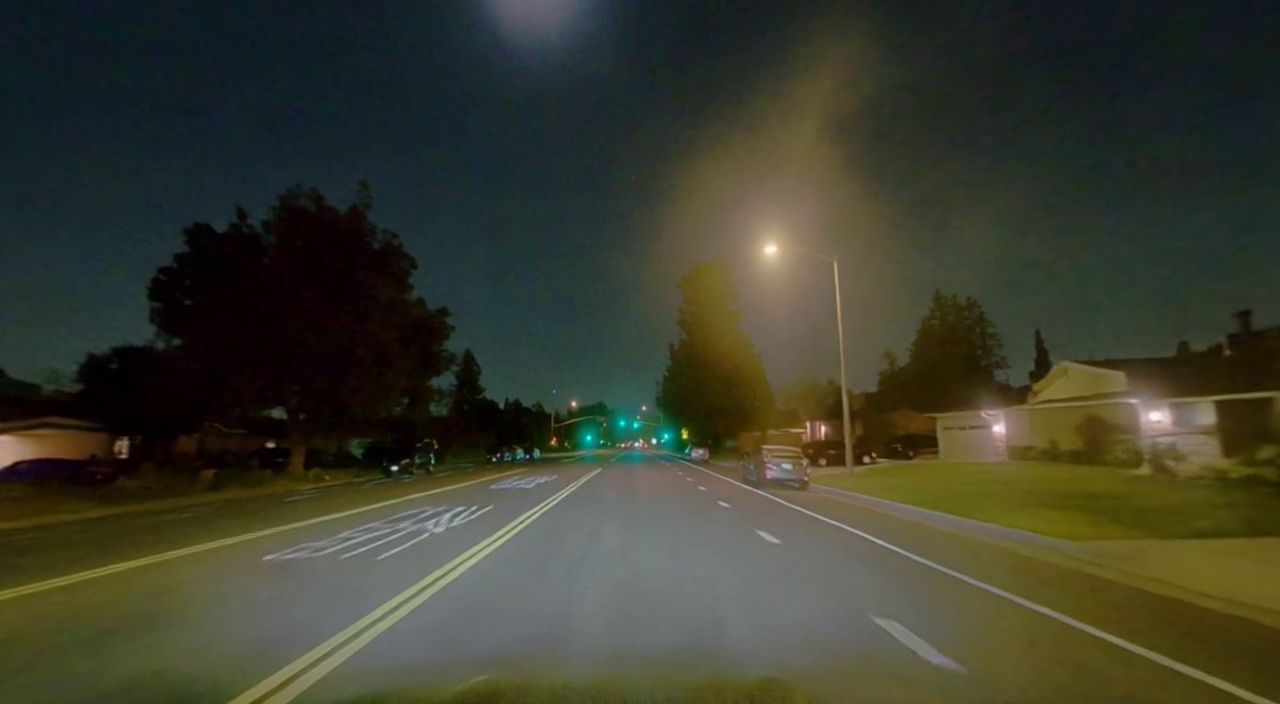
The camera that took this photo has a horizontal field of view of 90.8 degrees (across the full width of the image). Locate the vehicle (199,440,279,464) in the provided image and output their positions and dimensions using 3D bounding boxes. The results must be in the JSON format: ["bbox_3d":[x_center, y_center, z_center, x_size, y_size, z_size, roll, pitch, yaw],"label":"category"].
[{"bbox_3d":[-26.800,6.705,42.343,4.073,1.502,1.822,-1,-8,-2],"label":"vehicle"}]

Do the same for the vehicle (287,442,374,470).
[{"bbox_3d":[-20.525,6.905,42.098,4.744,1.752,2.008,1,-8,-7],"label":"vehicle"}]

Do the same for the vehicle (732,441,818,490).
[{"bbox_3d":[4.465,3.794,21.573,1.970,1.455,4.233,0,-8,-1],"label":"vehicle"}]

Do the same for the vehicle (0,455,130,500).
[{"bbox_3d":[-21.553,4.504,22.833,4.413,1.477,2.100,0,-8,1],"label":"vehicle"}]

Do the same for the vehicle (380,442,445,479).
[{"bbox_3d":[-12.932,6.132,36.161,2.049,1.782,4.460,-4,-7,0],"label":"vehicle"}]

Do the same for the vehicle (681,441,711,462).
[{"bbox_3d":[4.346,7.832,49.878,1.925,1.482,4.746,0,-8,0],"label":"vehicle"}]

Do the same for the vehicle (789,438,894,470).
[{"bbox_3d":[9.940,5.029,31.394,4.501,1.502,1.975,0,-8,-1],"label":"vehicle"}]
